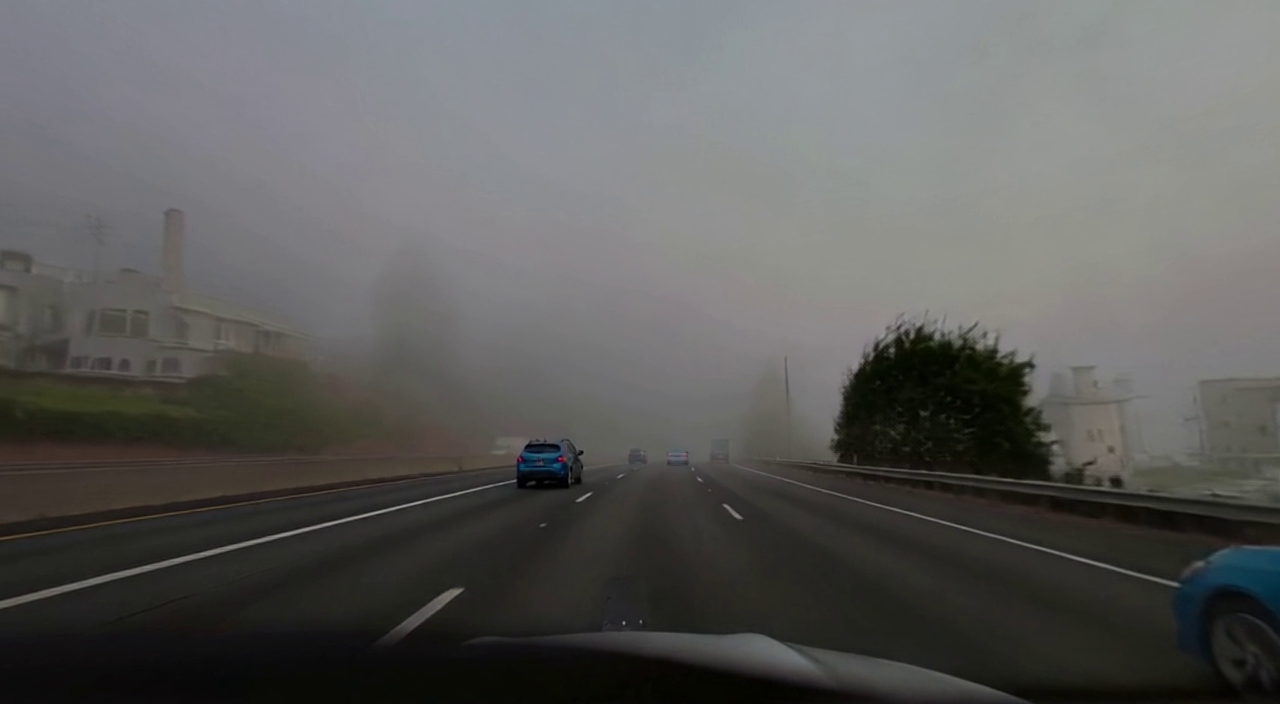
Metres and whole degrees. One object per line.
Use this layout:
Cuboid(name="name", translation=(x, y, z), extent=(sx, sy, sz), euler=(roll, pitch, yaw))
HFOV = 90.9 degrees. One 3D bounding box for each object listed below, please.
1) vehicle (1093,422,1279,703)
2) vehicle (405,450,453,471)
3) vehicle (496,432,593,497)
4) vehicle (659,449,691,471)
Cuboid(name="vehicle", translation=(3.940, 0.903, 1.701), extent=(2.131, 1.497, 4.456), euler=(0, -9, 0))
Cuboid(name="vehicle", translation=(-15.056, 7.754, 45.213), extent=(1.843, 1.446, 3.893), euler=(-1, -9, 5))
Cuboid(name="vehicle", translation=(-2.903, 3.567, 20.429), extent=(2.185, 1.823, 4.854), euler=(0, -9, 2))
Cuboid(name="vehicle", translation=(2.459, 7.447, 43.705), extent=(2.158, 1.458, 3.656), euler=(-1, -9, 5))
